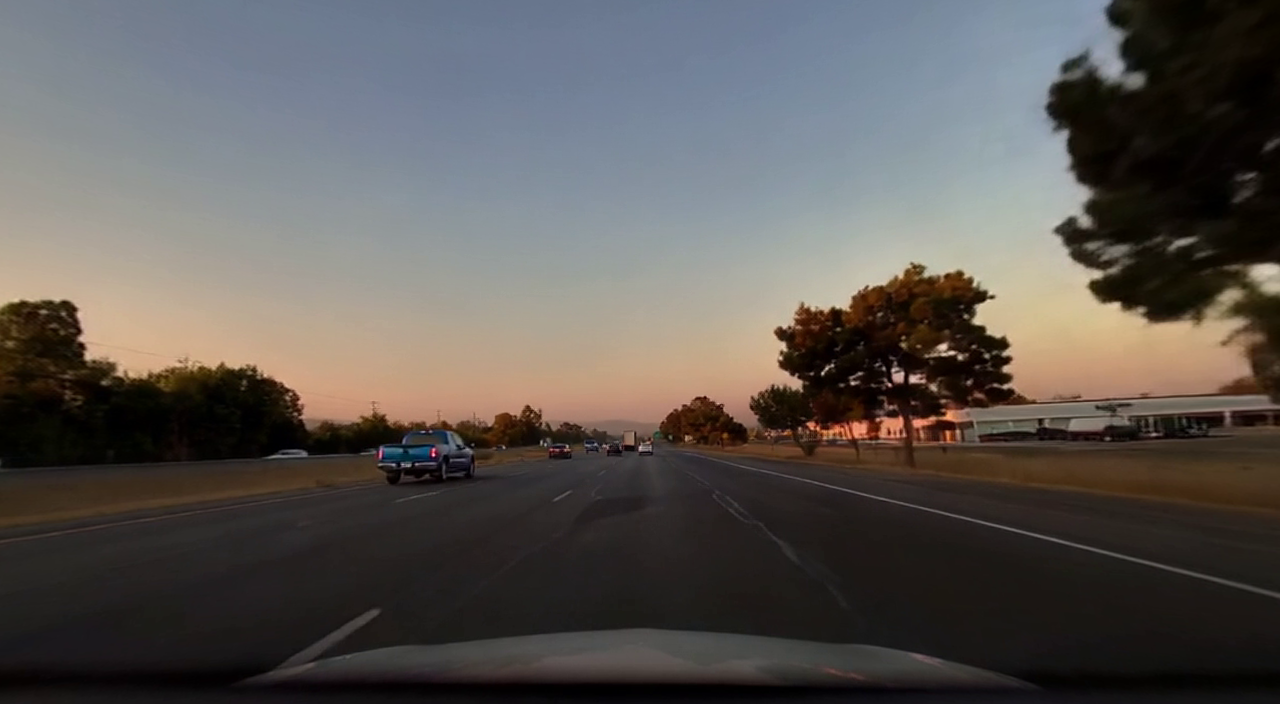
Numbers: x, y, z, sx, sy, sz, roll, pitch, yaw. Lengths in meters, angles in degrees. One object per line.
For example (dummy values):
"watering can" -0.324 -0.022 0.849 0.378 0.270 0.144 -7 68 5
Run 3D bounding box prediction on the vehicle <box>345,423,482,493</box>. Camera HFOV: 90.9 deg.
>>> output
"vehicle" -7.015 3.359 20.444 2.156 1.911 5.956 0 -8 1
